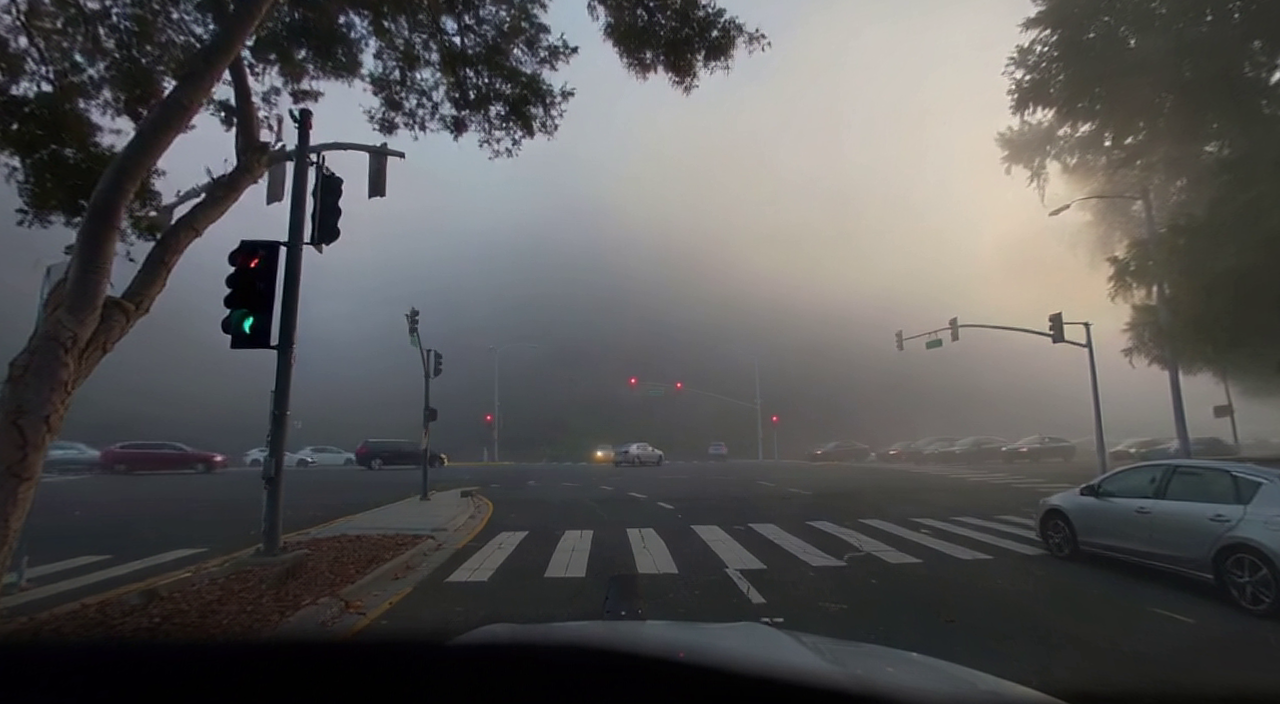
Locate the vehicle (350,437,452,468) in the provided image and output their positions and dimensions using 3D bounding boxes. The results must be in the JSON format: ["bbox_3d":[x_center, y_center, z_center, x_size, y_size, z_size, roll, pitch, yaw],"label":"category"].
[{"bbox_3d":[-12.421,5.225,32.906,4.580,1.472,1.891,6,-10,-35],"label":"vehicle"}]

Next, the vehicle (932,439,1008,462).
[{"bbox_3d":[22.486,6.692,43.056,4.533,1.471,1.772,2,-9,-15],"label":"vehicle"}]

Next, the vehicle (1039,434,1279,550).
[{"bbox_3d":[9.290,2.239,10.701,1.993,1.505,4.721,3,-9,0],"label":"vehicle"}]

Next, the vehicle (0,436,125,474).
[{"bbox_3d":[-24.854,4.274,26.360,4.709,1.514,1.985,3,-9,-16],"label":"vehicle"}]

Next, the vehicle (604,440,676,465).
[{"bbox_3d":[0.060,6.270,39.620,1.935,1.476,4.849,-6,-11,37],"label":"vehicle"}]

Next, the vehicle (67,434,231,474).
[{"bbox_3d":[-19.357,4.046,25.201,4.671,1.465,1.934,3,-9,-18],"label":"vehicle"}]

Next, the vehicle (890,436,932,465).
[{"bbox_3d":[15.549,5.629,36.295,2.001,1.561,4.481,-4,-9,23],"label":"vehicle"}]
